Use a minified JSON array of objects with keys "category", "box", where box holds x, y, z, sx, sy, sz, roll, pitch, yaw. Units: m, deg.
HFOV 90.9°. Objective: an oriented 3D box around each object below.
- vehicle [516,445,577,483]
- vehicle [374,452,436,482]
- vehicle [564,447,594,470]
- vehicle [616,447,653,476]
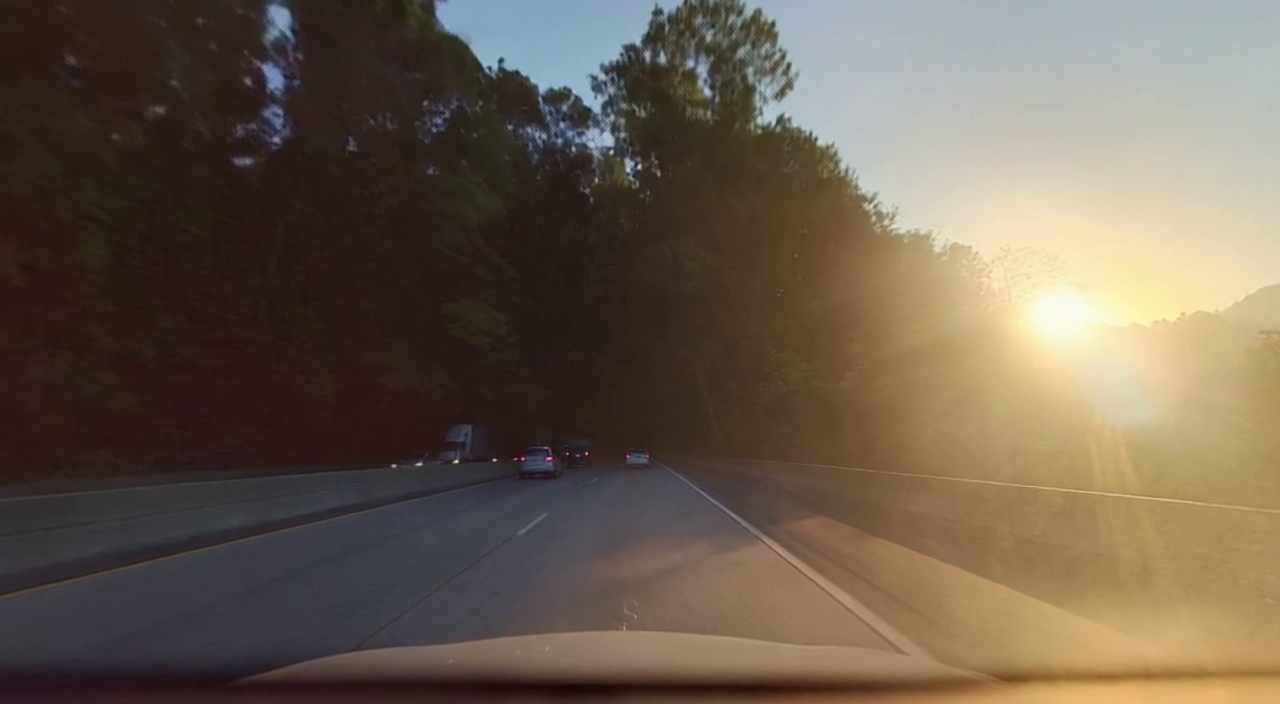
[{"category":"vehicle","box":[-4.004,4.869,27.563,1.978,1.538,3.755,0,-9,1]},{"category":"vehicle","box":[-12.731,6.225,34.380,1.717,1.540,4.155,0,-9,0]},{"category":"vehicle","box":[-4.463,7.842,46.619,1.834,1.615,3.624,0,-9,0]},{"category":"vehicle","box":[-0.282,6.165,35.687,2.001,1.490,3.914,0,-9,0]}]
